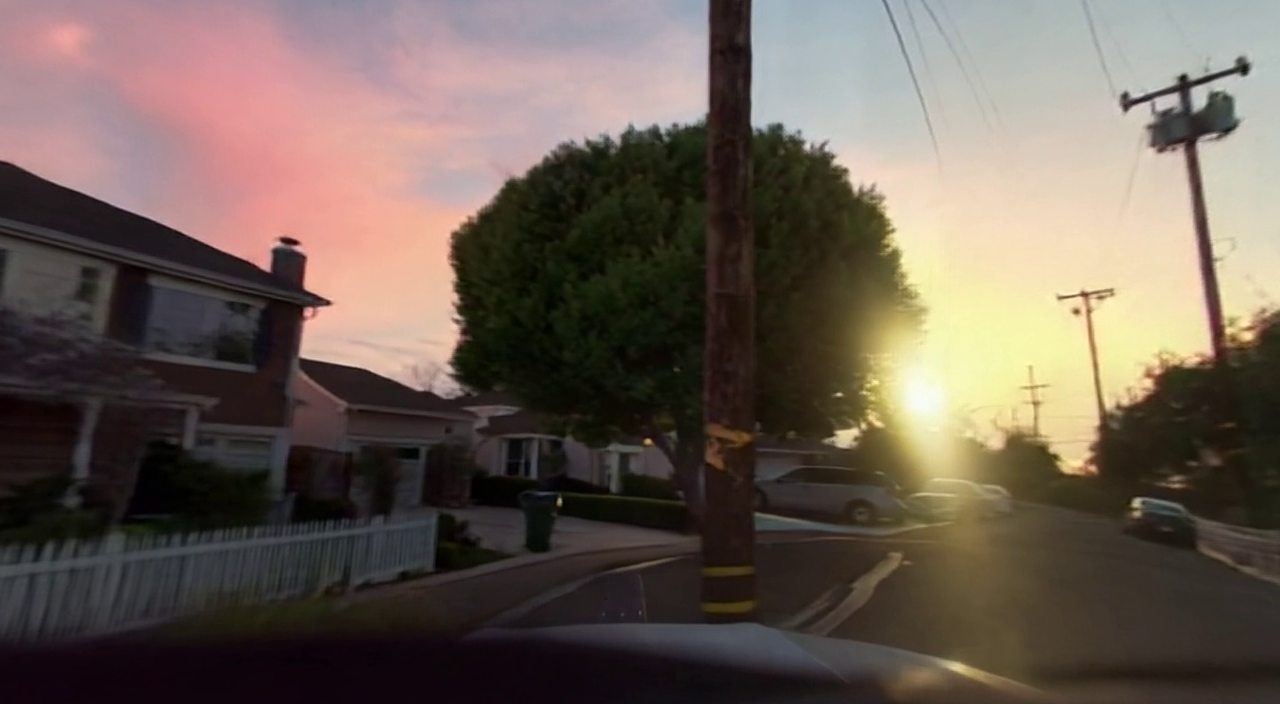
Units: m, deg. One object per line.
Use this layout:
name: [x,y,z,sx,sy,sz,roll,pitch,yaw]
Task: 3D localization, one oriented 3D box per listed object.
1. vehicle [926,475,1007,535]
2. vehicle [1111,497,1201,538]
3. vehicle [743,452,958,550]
vehicle: [11.399,5.180,21.903,2.081,1.589,4.691,-4,-10,31]
vehicle: [24.649,7.851,30.133,3.005,1.535,4.025,-5,-14,42]
vehicle: [5.237,3.557,15.796,4.537,1.595,2.471,1,-8,34]
